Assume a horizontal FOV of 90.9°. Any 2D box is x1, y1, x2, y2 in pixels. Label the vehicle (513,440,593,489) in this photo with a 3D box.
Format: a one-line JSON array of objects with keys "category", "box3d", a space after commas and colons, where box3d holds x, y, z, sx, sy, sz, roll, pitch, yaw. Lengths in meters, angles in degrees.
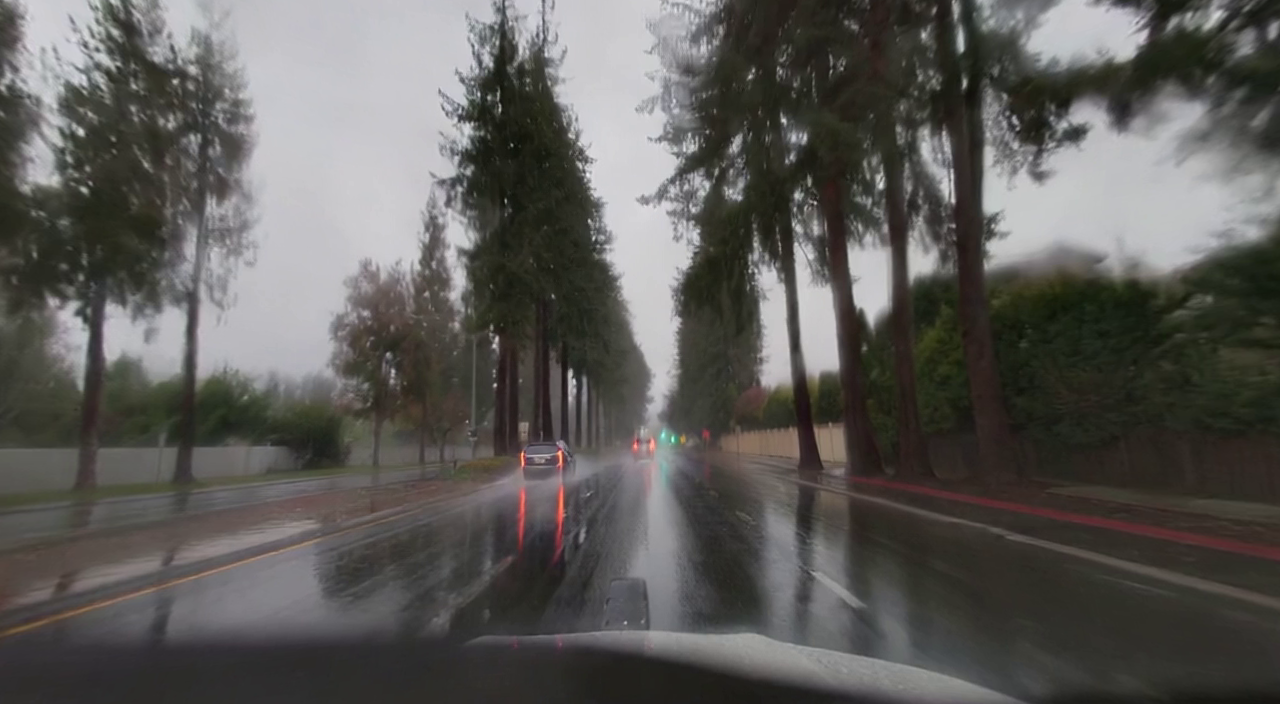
[{"category": "vehicle", "box3d": [-2.802, 3.744, 21.329, 2.021, 1.466, 4.330, 0, -9, 1]}]
